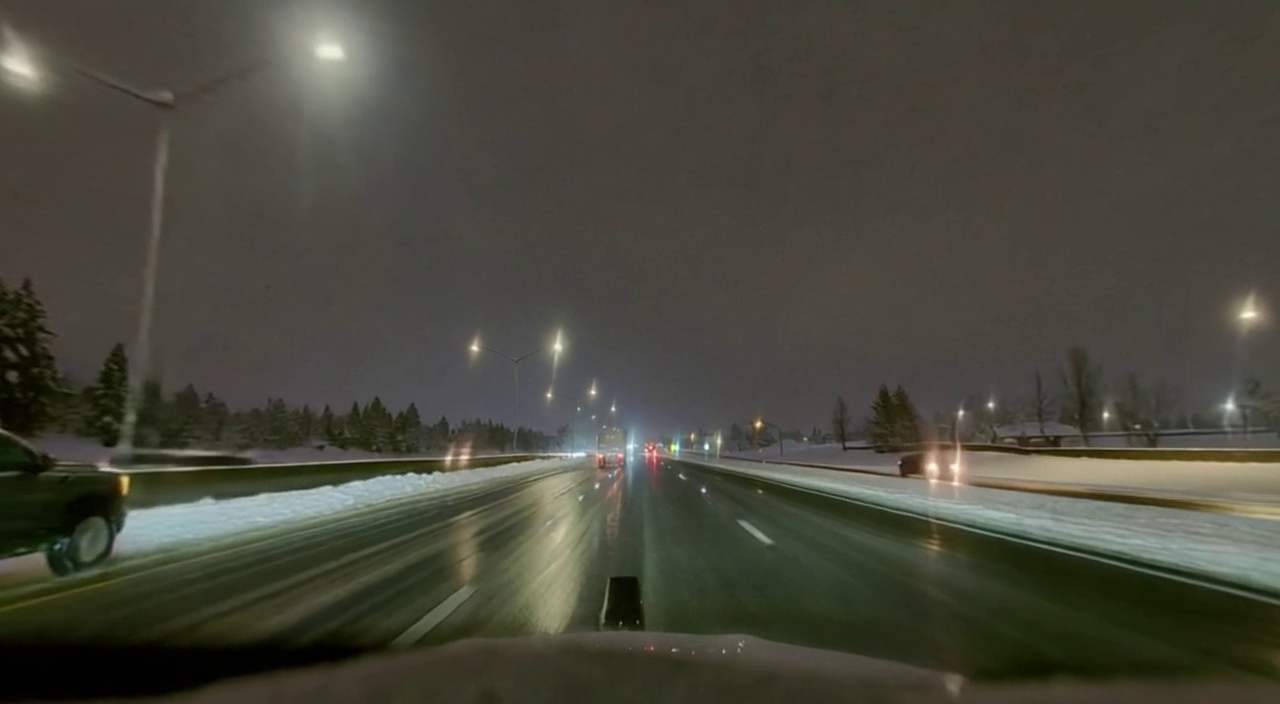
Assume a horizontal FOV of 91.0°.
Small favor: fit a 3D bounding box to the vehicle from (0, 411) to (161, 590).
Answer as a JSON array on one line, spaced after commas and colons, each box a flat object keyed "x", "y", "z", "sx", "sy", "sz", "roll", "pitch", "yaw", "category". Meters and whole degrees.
[{"x": -7.347, "y": 1.385, "z": 5.727, "sx": 2.168, "sy": 1.729, "sz": 4.724, "roll": 0, "pitch": -9, "yaw": 1, "category": "vehicle"}]

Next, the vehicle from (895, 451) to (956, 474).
[{"x": 19.076, "y": 7.388, "z": 42.263, "sx": 1.912, "sy": 1.450, "sz": 4.581, "roll": 0, "pitch": -9, "yaw": 0, "category": "vehicle"}]
